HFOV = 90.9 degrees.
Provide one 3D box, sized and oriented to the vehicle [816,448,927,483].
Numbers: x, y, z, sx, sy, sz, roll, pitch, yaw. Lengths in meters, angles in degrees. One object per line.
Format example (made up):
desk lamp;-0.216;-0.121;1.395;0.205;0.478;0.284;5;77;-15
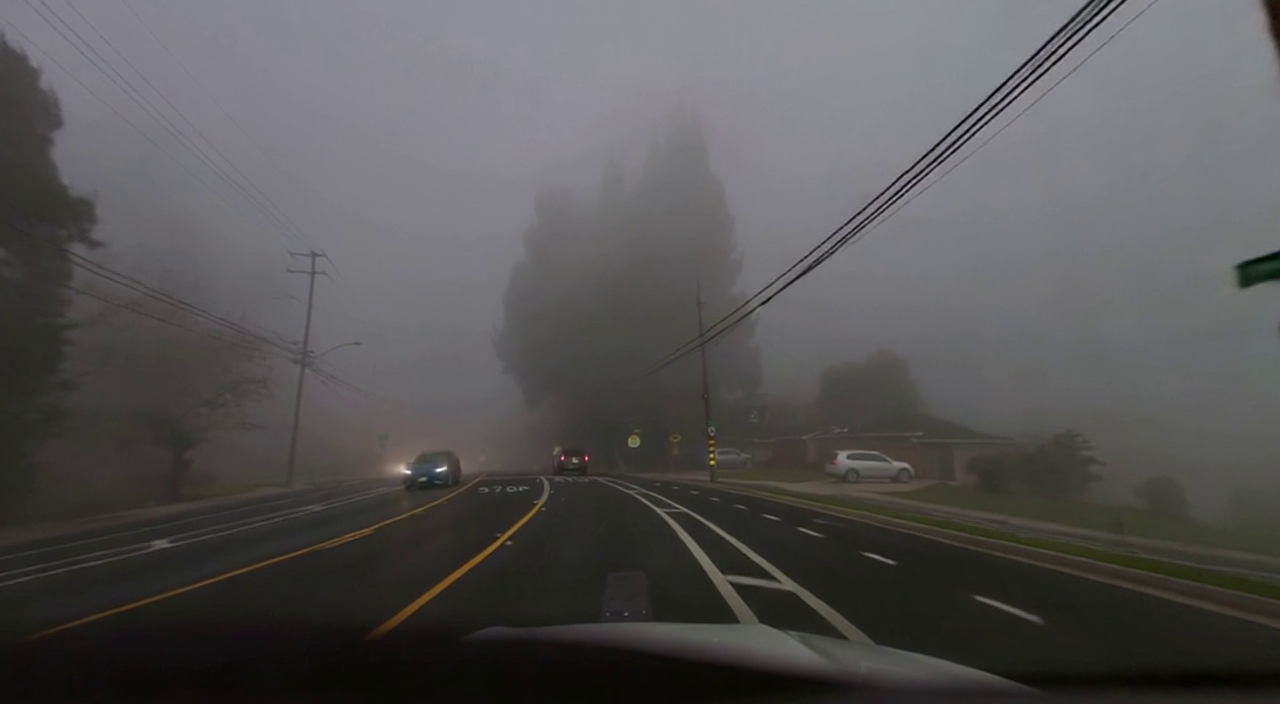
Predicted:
vehicle;10.659;5.228;29.139;4.383;1.508;1.884;1;-9;-8

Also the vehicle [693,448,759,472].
vehicle;6.487;8.163;47.653;4.582;1.707;1.934;2;-9;-15

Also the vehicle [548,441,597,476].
vehicle;-4.043;6.169;36.972;2.284;1.741;4.702;4;-8;-11

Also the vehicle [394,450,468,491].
vehicle;-8.568;4.870;26.250;2.003;1.483;4.545;1;-9;-7
